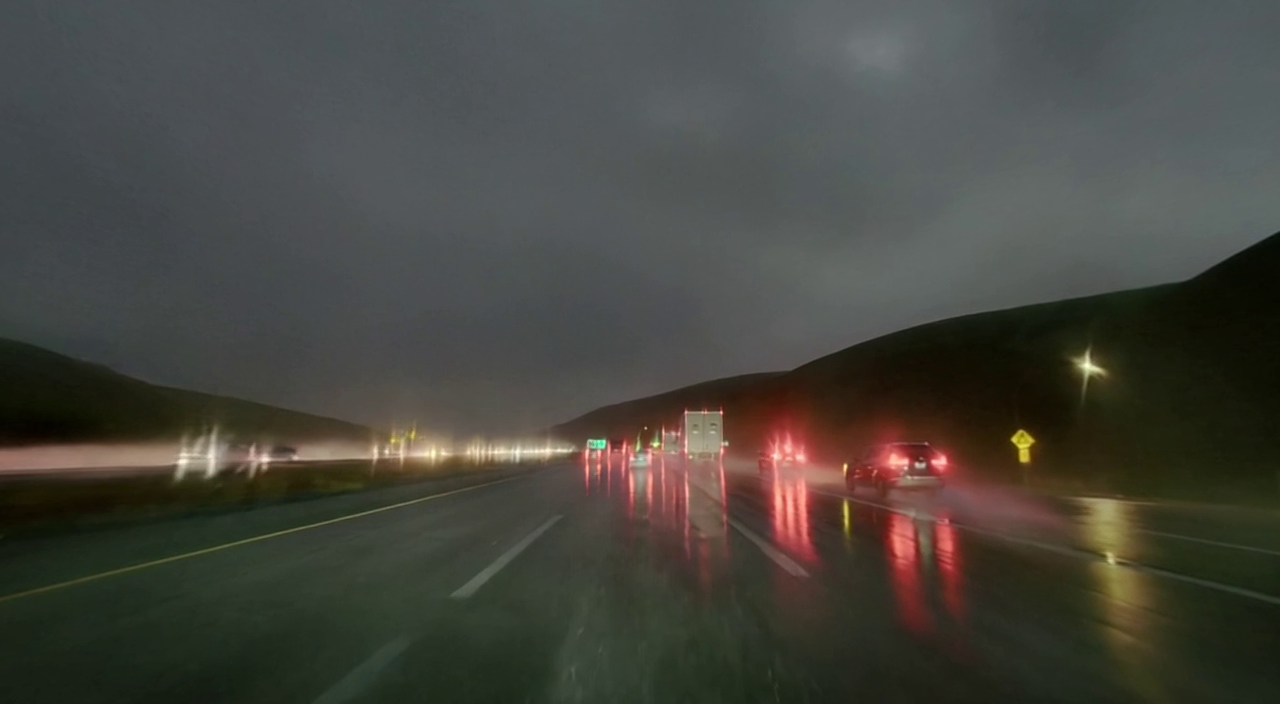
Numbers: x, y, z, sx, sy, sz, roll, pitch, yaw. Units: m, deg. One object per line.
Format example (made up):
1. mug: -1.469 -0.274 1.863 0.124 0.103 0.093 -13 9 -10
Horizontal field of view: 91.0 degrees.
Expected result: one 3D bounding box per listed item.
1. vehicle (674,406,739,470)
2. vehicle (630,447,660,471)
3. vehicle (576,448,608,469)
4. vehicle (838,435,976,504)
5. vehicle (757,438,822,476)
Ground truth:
1. vehicle: 4.049 5.699 41.318 3.130 3.607 11.129 0 -9 0
2. vehicle: 0.329 6.908 40.864 1.866 1.492 3.932 0 -9 0
3. vehicle: -3.592 8.058 47.913 2.132 1.506 4.256 0 -9 0
4. vehicle: 7.299 3.239 17.813 2.044 1.676 4.421 0 -9 1
5. vehicle: 7.586 5.364 32.446 2.143 1.775 4.729 0 -9 0
